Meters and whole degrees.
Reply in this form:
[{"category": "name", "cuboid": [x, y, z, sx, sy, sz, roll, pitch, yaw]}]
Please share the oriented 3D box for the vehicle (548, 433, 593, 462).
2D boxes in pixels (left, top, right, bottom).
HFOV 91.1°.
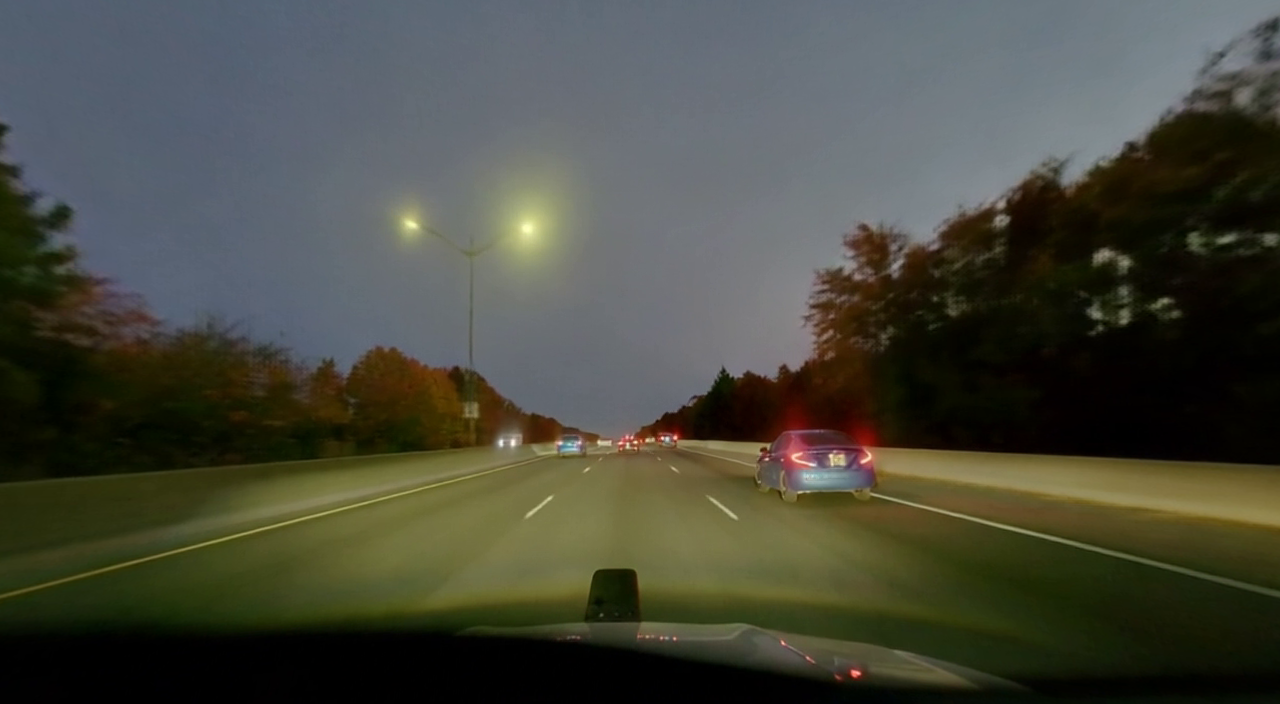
[{"category": "vehicle", "cuboid": [-3.933, 5.473, 36.247, 2.103, 1.507, 4.367, 0, -8, 0]}]
